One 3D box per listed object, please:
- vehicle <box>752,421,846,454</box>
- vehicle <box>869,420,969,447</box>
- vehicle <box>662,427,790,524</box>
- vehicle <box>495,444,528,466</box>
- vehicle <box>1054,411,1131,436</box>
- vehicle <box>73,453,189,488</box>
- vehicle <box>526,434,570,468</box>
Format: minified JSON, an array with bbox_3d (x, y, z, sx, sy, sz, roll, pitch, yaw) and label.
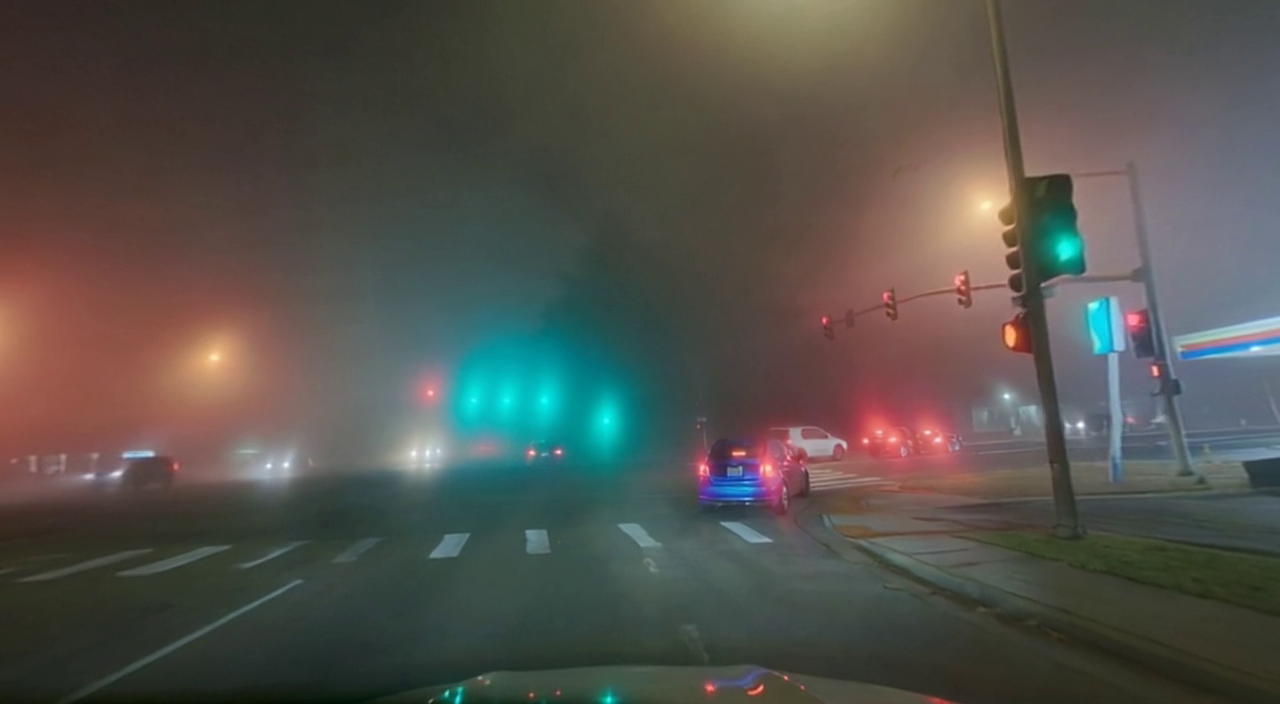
[{"bbox_3d":[8.540,4.620,34.143,4.524,1.681,1.823,1,-9,-8],"label":"vehicle"},{"bbox_3d":[15.324,4.508,34.801,4.700,1.417,1.789,1,-8,-6],"label":"vehicle"},{"bbox_3d":[1.774,2.244,12.078,1.976,1.462,4.342,-2,-9,12],"label":"vehicle"},{"bbox_3d":[-9.411,7.548,46.613,2.003,1.492,4.291,1,-8,-6],"label":"vehicle"},{"bbox_3d":[30.381,4.841,42.476,3.923,1.619,1.817,1,-8,-7],"label":"vehicle"},{"bbox_3d":[-26.403,6.141,33.033,2.376,1.616,4.587,0,-9,-2],"label":"vehicle"},{"bbox_3d":[-4.944,5.351,34.392,2.210,1.722,4.215,1,-8,-6],"label":"vehicle"}]
